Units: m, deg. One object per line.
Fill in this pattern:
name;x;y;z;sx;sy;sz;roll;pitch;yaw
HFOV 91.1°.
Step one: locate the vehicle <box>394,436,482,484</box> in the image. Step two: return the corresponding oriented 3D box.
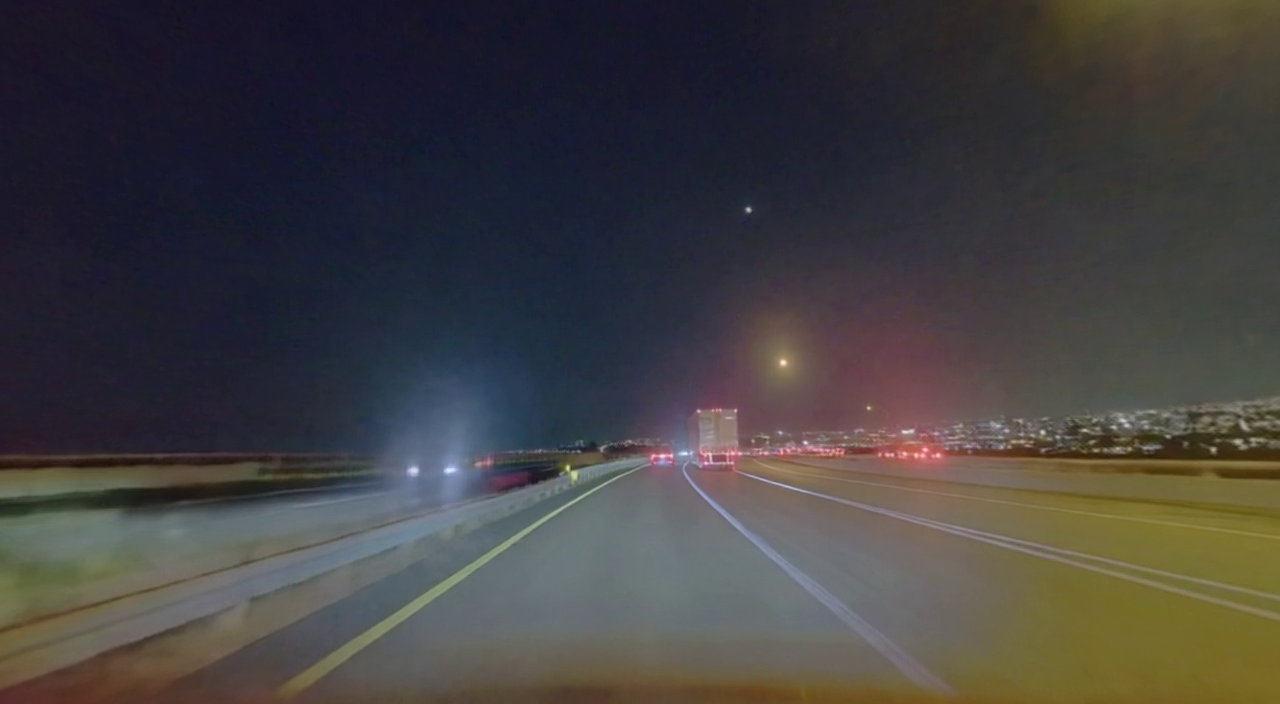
vehicle;-11.017;5.955;35.006;2.407;2.392;6.388;-1;-9;3
